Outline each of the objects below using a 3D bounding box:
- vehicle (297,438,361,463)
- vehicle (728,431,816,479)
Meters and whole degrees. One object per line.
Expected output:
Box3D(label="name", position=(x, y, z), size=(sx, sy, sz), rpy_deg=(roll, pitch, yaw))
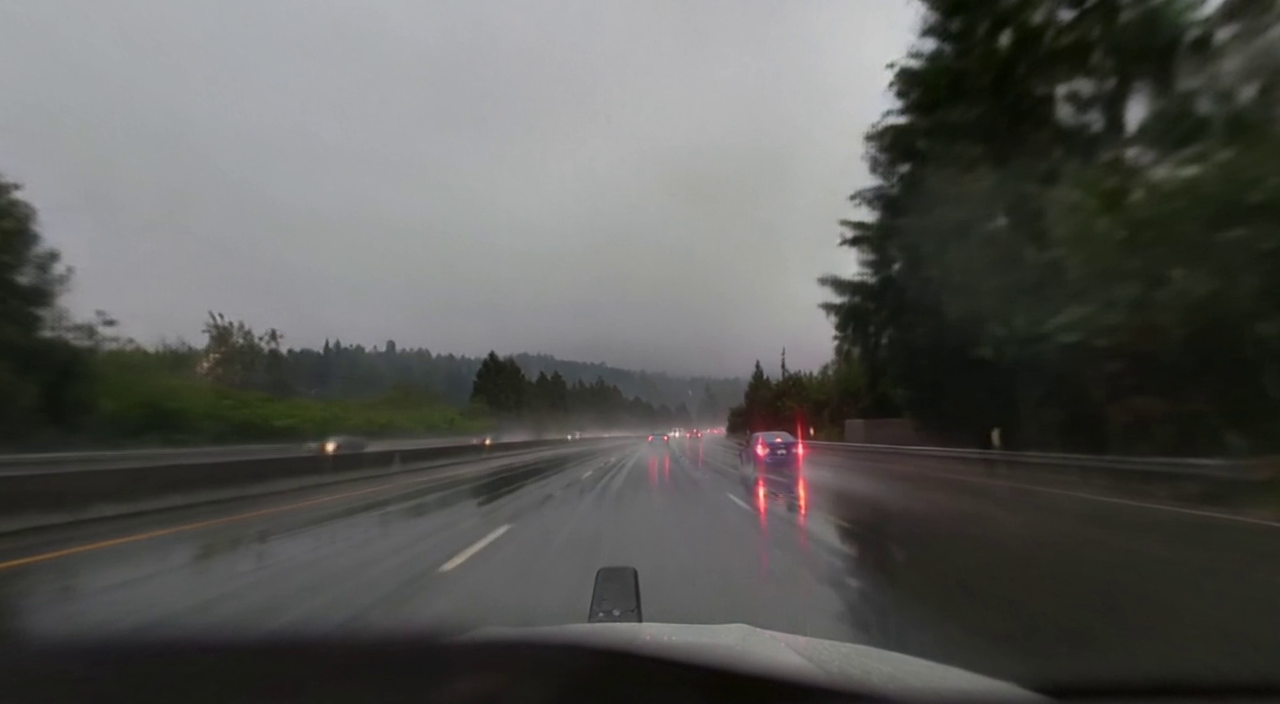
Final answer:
Box3D(label="vehicle", position=(-19.631, 6.192, 39.850), size=(1.882, 1.495, 4.059), rpy_deg=(0, -8, 2))
Box3D(label="vehicle", position=(4.312, 3.430, 21.308), size=(1.982, 1.452, 4.294), rpy_deg=(0, -8, -1))
